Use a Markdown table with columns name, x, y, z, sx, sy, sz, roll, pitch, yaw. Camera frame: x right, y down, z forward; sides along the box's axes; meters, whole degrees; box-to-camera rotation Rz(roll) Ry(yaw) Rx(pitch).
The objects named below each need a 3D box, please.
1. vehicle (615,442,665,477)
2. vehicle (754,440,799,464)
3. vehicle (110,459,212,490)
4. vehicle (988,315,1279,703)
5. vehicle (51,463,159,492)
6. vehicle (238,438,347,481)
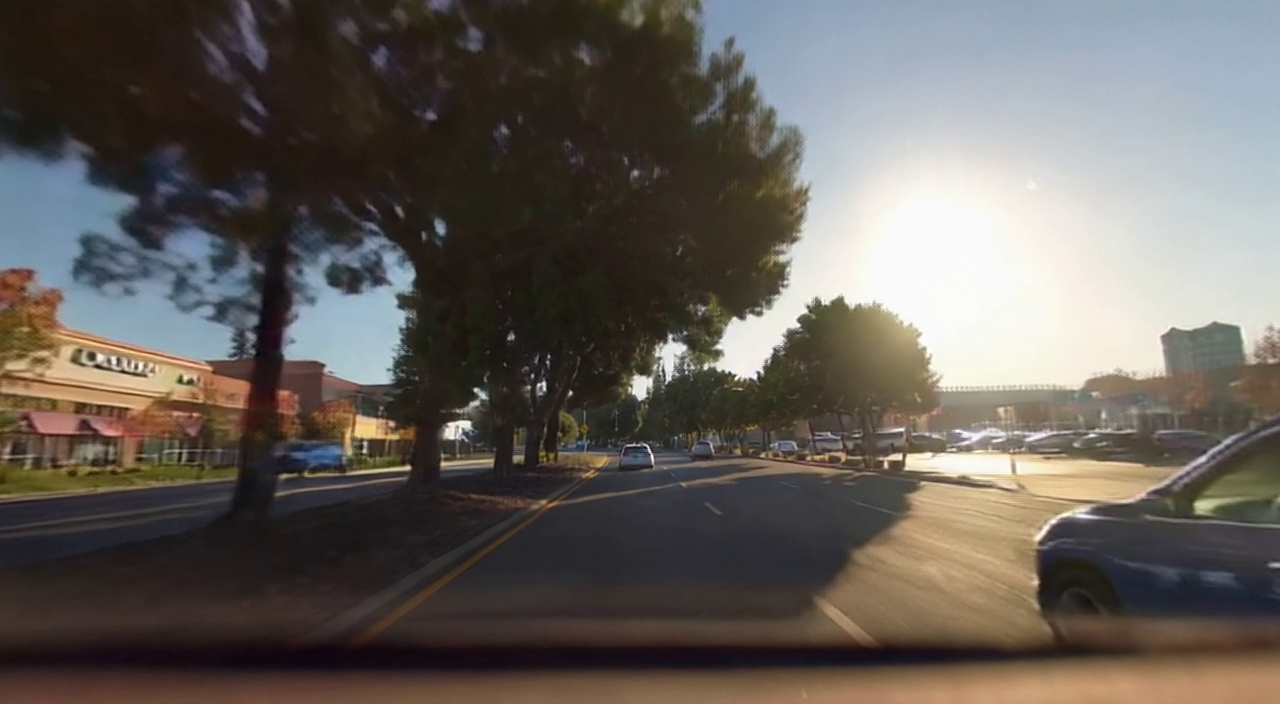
| name | x | y | z | sx | sy | sz | roll | pitch | yaw |
| --- | --- | --- | --- | --- | --- | --- | --- | --- | --- |
| vehicle | -0.013 | 4.864 | 28.871 | 2.126 | 1.475 | 3.967 | 0 | -9 | -1 |
| vehicle | 10.142 | 7.456 | 47.262 | 2.079 | 1.716 | 4.771 | 0 | -9 | -2 |
| vehicle | -29.064 | 7.418 | 38.418 | 4.420 | 1.628 | 2.137 | -1 | -9 | -1 |
| vehicle | 3.200 | 0.653 | 1.587 | 2.110 | 1.698 | 4.397 | 0 | -9 | 0 |
| vehicle | -30.136 | 7.049 | 35.655 | 4.309 | 1.468 | 2.014 | -1 | -9 | 2 |
| vehicle | -16.994 | 5.268 | 31.330 | 2.195 | 1.911 | 5.549 | 0 | -9 | 0 |
